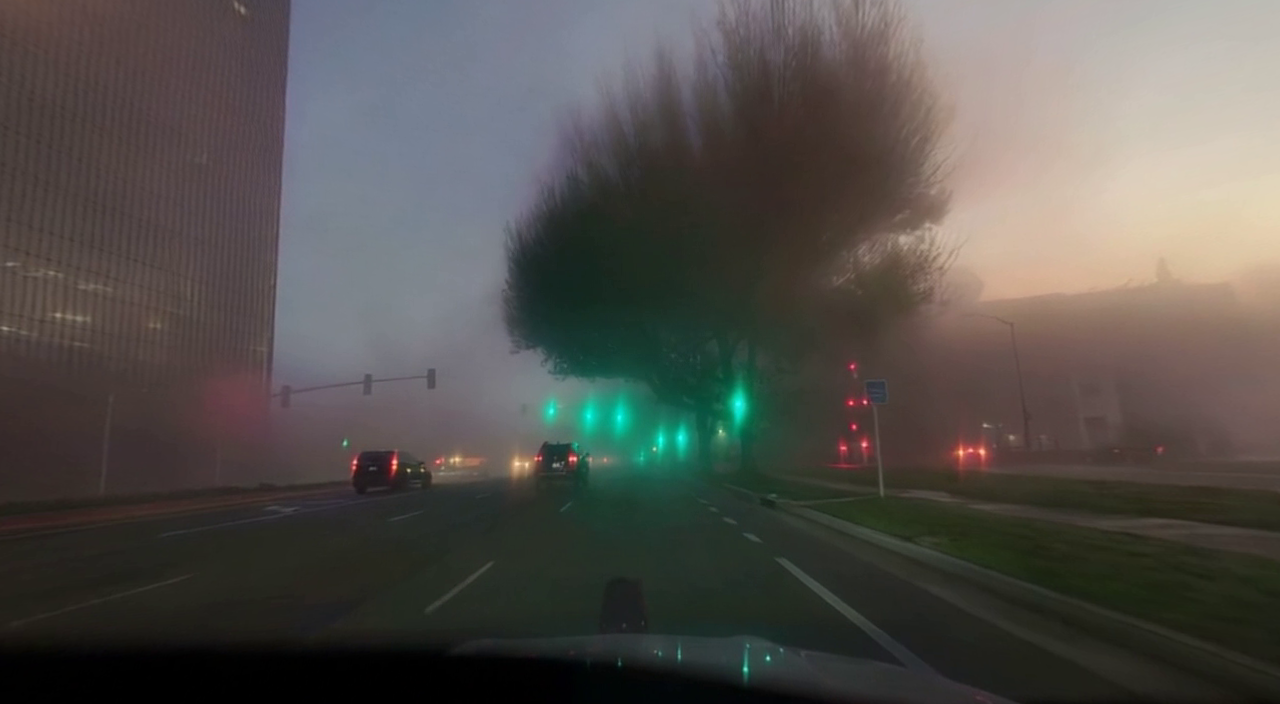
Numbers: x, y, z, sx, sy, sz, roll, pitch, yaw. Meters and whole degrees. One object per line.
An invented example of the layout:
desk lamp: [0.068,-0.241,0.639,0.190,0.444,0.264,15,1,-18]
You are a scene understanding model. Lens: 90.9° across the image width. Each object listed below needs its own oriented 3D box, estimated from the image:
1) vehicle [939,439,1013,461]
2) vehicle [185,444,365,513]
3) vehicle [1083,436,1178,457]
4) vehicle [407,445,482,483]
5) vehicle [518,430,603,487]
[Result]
vehicle: [25.658,7.485,48.298,4.700,1.579,1.823,-4,-9,19]
vehicle: [-9.431,3.264,16.885,1.965,1.541,4.718,0,-8,1]
vehicle: [34.983,6.751,45.102,4.849,1.399,2.057,-1,-9,17]
vehicle: [-9.102,5.229,29.809,2.068,1.659,4.509,0,-8,1]
vehicle: [-3.169,4.460,26.729,2.602,2.091,6.347,-1,-8,2]
